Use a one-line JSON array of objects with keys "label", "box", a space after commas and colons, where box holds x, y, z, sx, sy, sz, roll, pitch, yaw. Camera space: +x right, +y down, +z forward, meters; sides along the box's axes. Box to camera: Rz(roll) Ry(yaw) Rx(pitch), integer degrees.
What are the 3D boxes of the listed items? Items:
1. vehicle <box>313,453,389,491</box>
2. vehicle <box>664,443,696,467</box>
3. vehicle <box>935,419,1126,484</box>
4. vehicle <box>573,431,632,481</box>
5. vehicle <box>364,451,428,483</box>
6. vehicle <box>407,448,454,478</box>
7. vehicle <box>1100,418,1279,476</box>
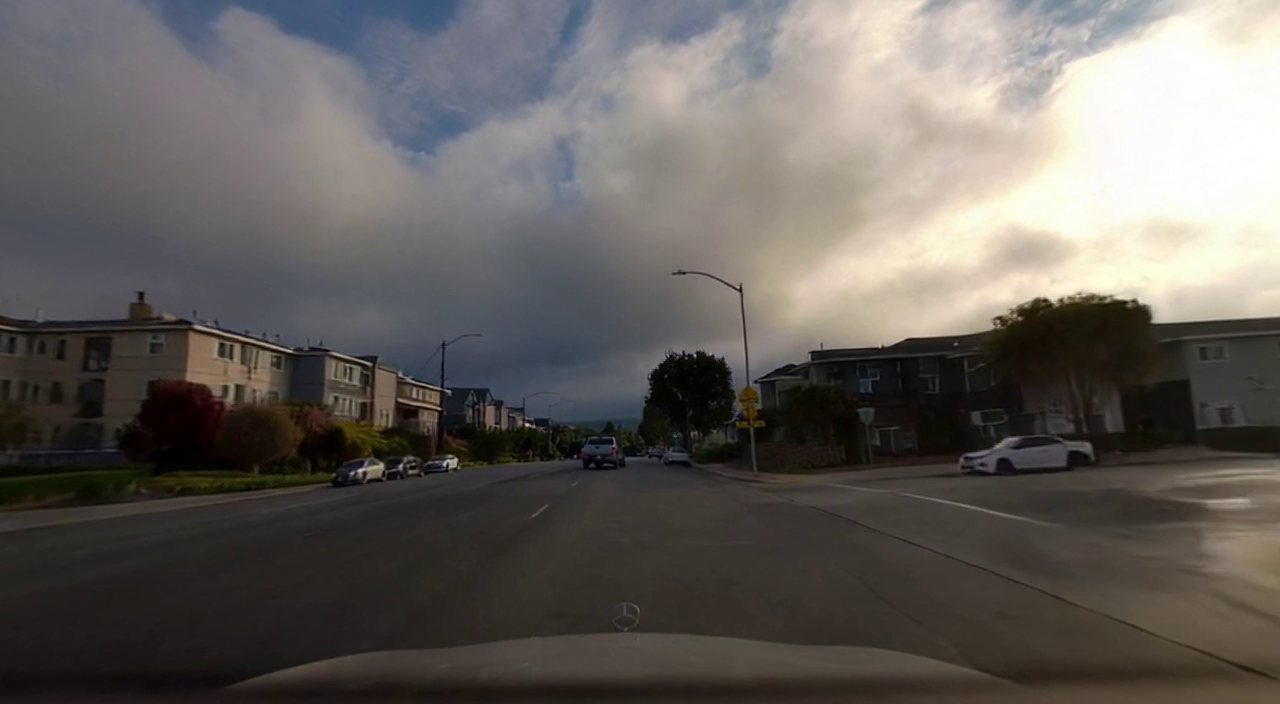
[{"label": "vehicle", "box": [-14.397, 5.951, 31.636, 1.884, 1.451, 4.435, -4, -7, -3]}, {"label": "vehicle", "box": [2.892, 7.598, 46.588, 1.949, 1.685, 4.161, 1, -9, -2]}, {"label": "vehicle", "box": [12.628, 3.234, 20.563, 4.873, 1.624, 1.924, -4, -9, -3]}, {"label": "vehicle", "box": [-1.407, 4.183, 25.561, 1.994, 1.810, 5.057, 0, -9, 1]}, {"label": "vehicle", "box": [-14.324, 6.731, 37.203, 1.875, 1.496, 4.728, -4, -7, 0]}, {"label": "vehicle", "box": [-14.383, 7.600, 43.421, 1.890, 1.640, 4.320, -3, -7, -1]}, {"label": "vehicle", "box": [18.334, 3.114, 20.618, 4.750, 1.775, 2.124, 0, -9, 0]}]
